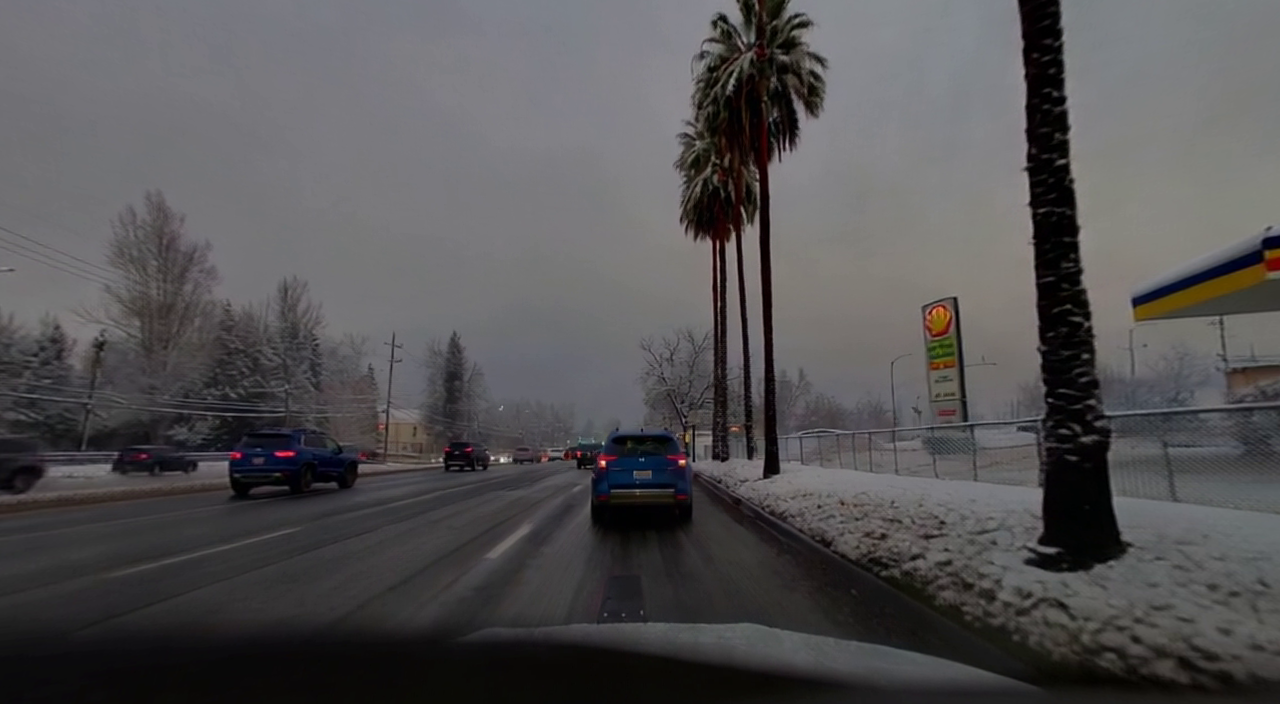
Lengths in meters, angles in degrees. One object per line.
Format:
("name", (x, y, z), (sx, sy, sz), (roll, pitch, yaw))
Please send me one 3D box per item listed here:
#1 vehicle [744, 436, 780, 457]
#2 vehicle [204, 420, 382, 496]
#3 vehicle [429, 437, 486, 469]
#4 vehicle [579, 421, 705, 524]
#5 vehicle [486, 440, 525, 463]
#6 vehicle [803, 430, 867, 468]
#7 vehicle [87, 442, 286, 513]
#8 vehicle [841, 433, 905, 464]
("vehicle", (9.142, 7.169, 47.444), (1.929, 1.496, 4.245), (0, -9, 0))
("vehicle", (-10.034, 3.124, 18.861), (2.269, 1.934, 5.350), (0, -9, 0))
("vehicle", (-10.576, 5.875, 36.705), (1.965, 1.743, 4.327), (0, -9, 1))
("vehicle", (0.065, 2.336, 12.647), (2.121, 1.710, 3.893), (0, -9, 1))
("vehicle", (-10.459, 7.789, 49.310), (1.998, 1.731, 4.952), (0, -8, 0))
("vehicle", (8.230, 4.037, 26.238), (1.837, 1.416, 3.947), (-4, -10, 27))
("vehicle", (-10.039, 2.762, 14.283), (1.924, 1.384, 3.426), (0, -8, 0))
("vehicle", (12.052, 5.030, 32.758), (1.681, 1.503, 3.781), (1, -9, -3))
